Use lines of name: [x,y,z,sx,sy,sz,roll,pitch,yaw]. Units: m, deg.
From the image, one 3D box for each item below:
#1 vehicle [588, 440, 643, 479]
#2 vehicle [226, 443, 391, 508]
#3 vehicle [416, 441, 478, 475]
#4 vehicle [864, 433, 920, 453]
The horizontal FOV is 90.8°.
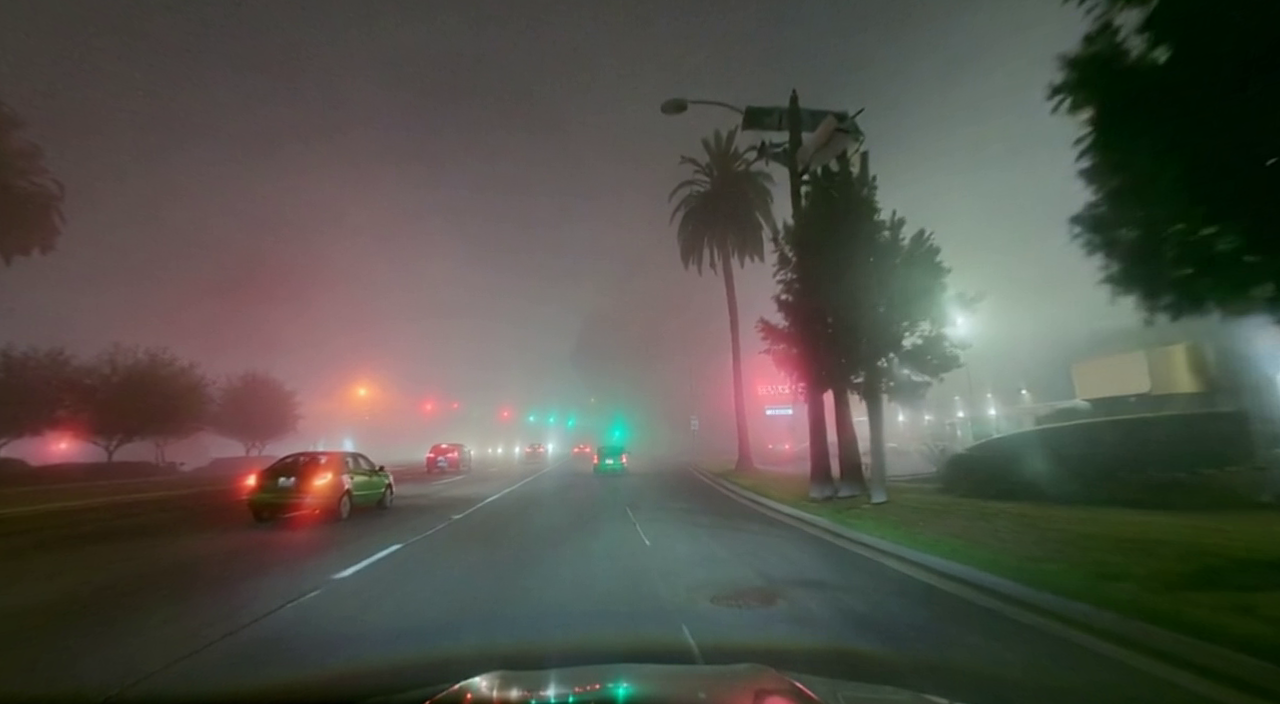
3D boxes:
vehicle: [-0.973,4.602,27.363,2.070,1.493,4.570,-1,-9,2]
vehicle: [-8.553,3.183,16.862,1.958,1.455,4.504,-1,-8,0]
vehicle: [-10.292,5.687,34.159,2.108,1.669,5.076,0,-9,-4]
vehicle: [19.227,7.005,48.423,1.882,1.463,4.550,1,-10,-7]
